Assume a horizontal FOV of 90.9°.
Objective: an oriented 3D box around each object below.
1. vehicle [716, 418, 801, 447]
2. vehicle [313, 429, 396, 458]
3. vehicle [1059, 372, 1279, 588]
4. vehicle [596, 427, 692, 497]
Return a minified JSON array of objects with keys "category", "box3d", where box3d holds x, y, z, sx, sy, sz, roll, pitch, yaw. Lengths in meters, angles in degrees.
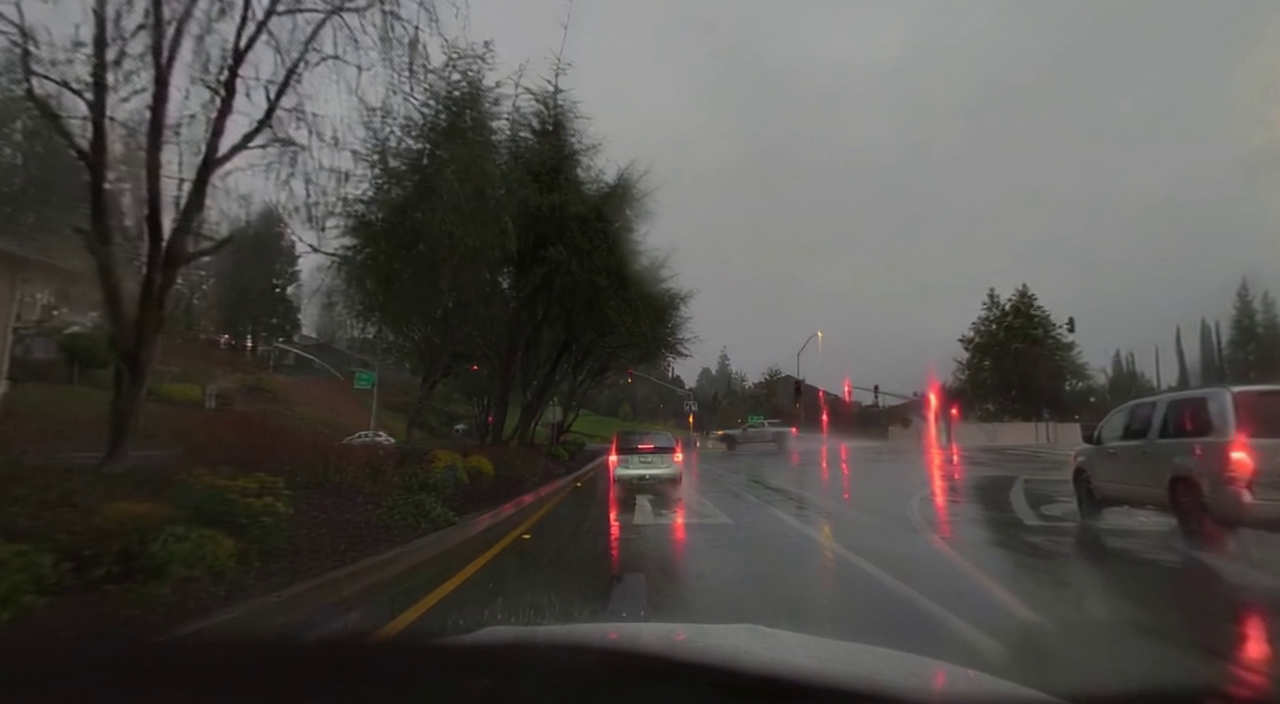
[{"category":"vehicle","box3d":[9.111,6.296,48.996,6.261,2.166,1.947,-1,-8,4]},{"category":"vehicle","box3d":[-17.522,5.619,38.796,4.200,1.639,1.844,-1,-8,1]},{"category":"vehicle","box3d":[7.197,1.414,7.672,2.084,1.870,5.068,-3,-9,18]},{"category":"vehicle","box3d":[0.101,2.682,15.769,2.056,1.473,4.380,0,-8,0]}]
